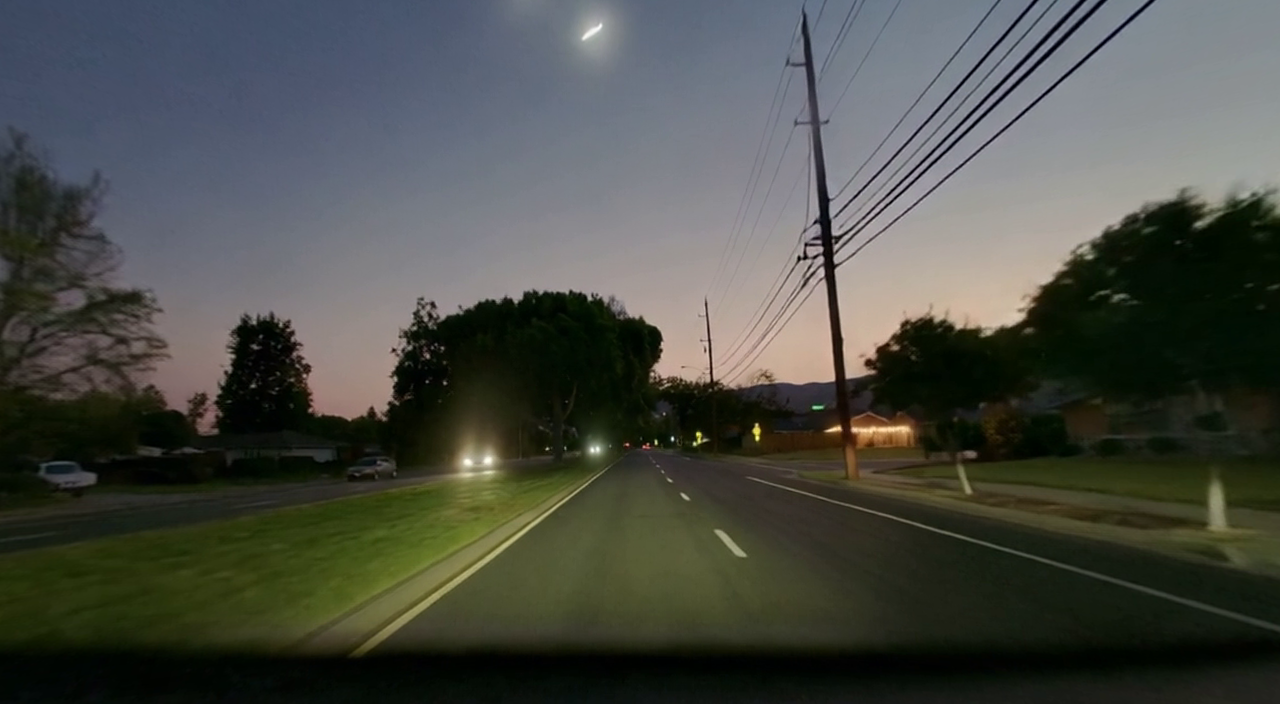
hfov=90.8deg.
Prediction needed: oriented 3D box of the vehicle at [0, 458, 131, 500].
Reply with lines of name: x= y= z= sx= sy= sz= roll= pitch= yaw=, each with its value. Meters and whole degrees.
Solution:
vehicle: x=-27.576 y=5.989 z=29.974 sx=4.922 sy=1.669 sz=2.034 roll=-2 pitch=-9 yaw=-3

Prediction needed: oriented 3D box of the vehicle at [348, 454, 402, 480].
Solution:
vehicle: x=-19.098 y=8.273 z=45.699 sx=1.955 sy=1.584 sz=4.664 roll=-2 pitch=-8 yaw=0

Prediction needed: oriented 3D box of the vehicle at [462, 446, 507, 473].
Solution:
vehicle: x=-10.394 y=7.163 z=42.487 sx=1.933 sy=1.709 sz=4.063 roll=0 pitch=-8 yaw=0
